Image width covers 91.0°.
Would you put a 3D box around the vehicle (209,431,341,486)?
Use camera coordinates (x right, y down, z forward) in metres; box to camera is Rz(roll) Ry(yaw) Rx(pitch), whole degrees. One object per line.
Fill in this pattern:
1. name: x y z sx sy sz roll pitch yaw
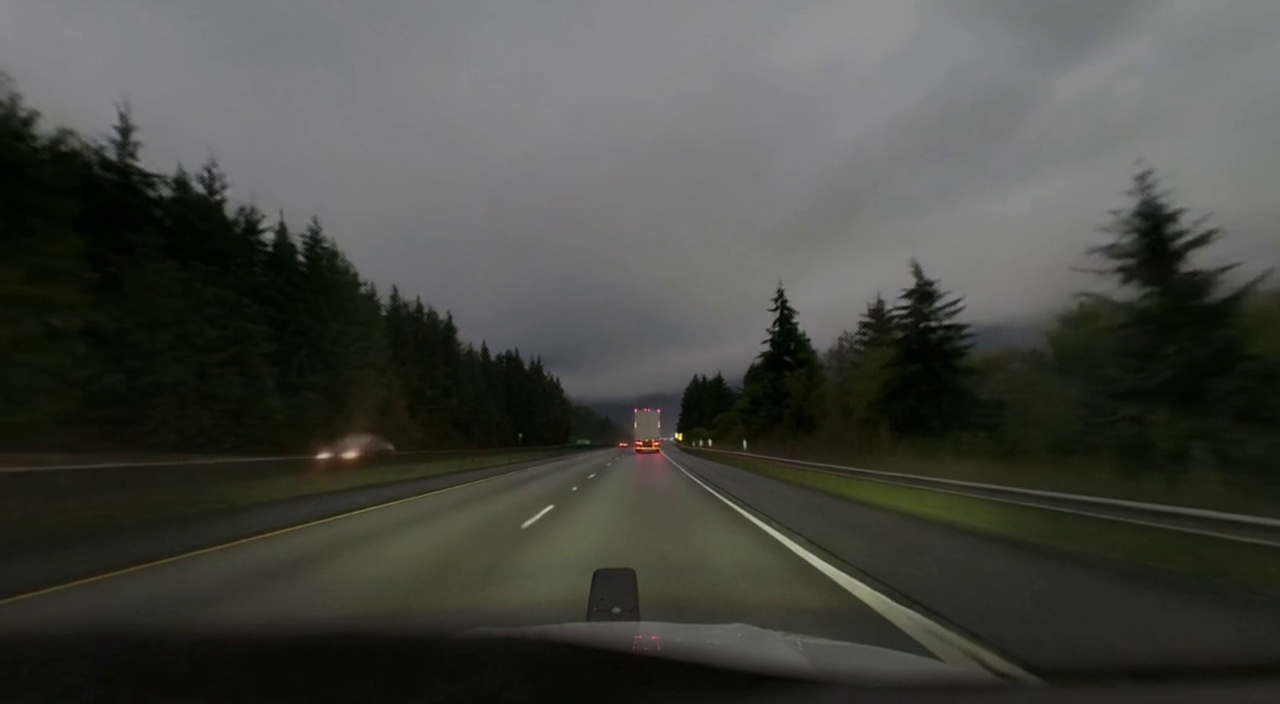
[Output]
1. vehicle: -13.504 3.940 23.717 2.196 1.819 4.662 0 -8 -1
